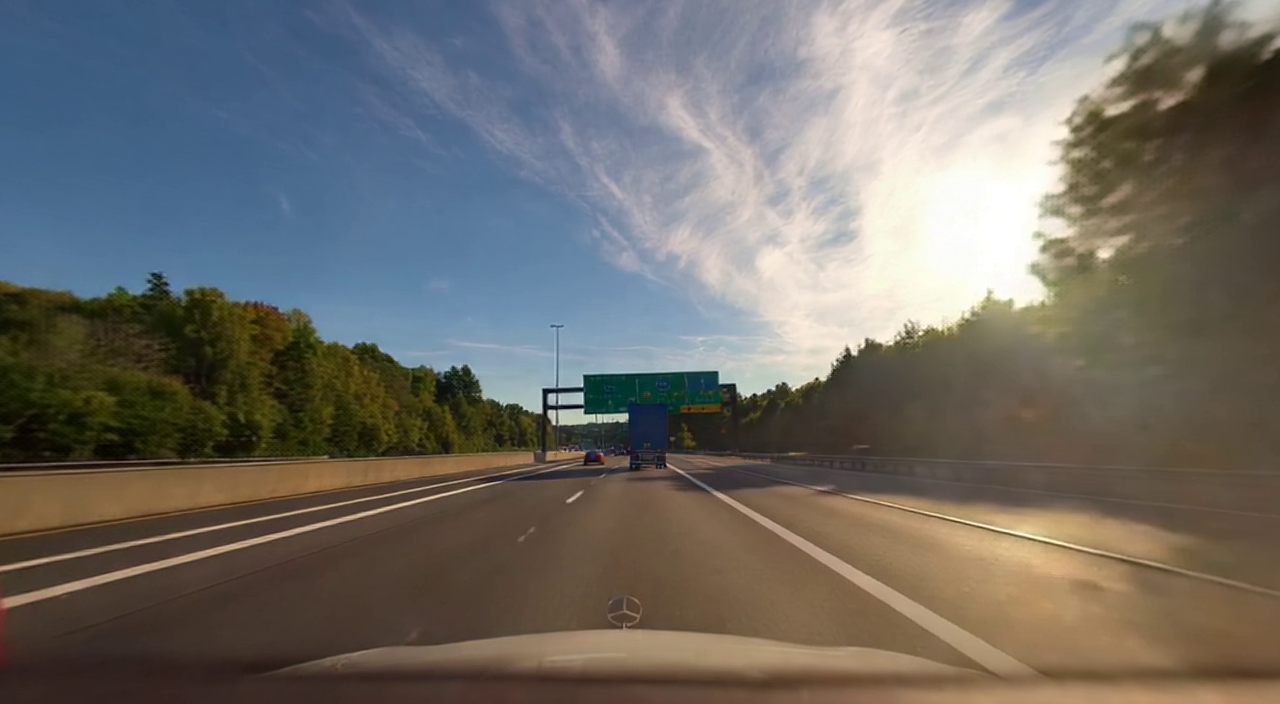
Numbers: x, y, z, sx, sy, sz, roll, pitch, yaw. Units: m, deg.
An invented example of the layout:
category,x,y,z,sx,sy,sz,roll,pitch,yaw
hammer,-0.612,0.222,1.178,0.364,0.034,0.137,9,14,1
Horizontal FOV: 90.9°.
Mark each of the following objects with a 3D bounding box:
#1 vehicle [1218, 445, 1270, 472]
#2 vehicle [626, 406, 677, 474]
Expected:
category,x,y,z,sx,sy,sz,roll,pitch,yaw
vehicle,35.681,6.247,37.175,1.958,1.442,4.396,-8,-12,44
vehicle,0.700,6.043,42.963,3.022,4.072,10.318,0,-9,0
